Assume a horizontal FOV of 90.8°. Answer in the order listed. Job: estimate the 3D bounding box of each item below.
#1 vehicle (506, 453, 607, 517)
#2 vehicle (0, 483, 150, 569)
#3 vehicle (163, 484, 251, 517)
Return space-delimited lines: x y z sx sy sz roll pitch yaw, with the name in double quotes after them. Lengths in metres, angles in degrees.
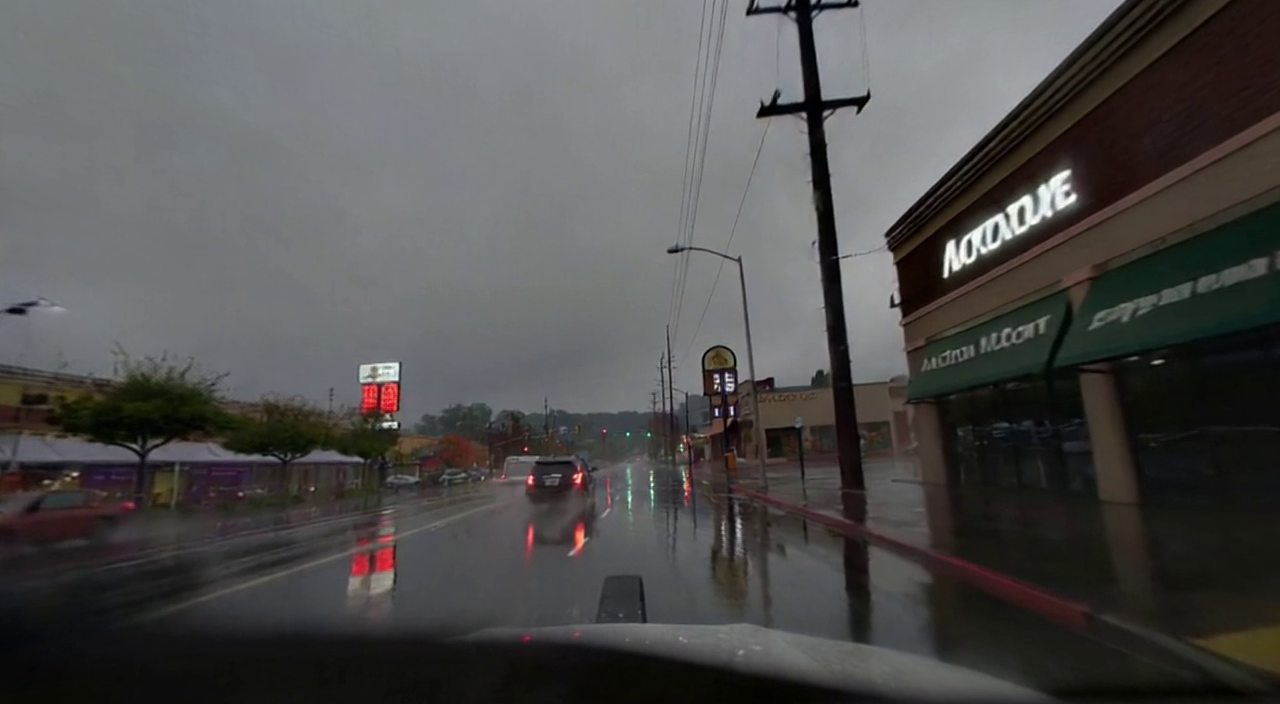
-2.062 3.434 16.798 1.977 1.451 4.032 0 -9 2 "vehicle"
-13.443 3.717 13.712 1.922 1.481 4.441 0 -9 2 "vehicle"
-28.710 9.829 42.085 1.984 1.726 4.592 -1 -8 11 "vehicle"
